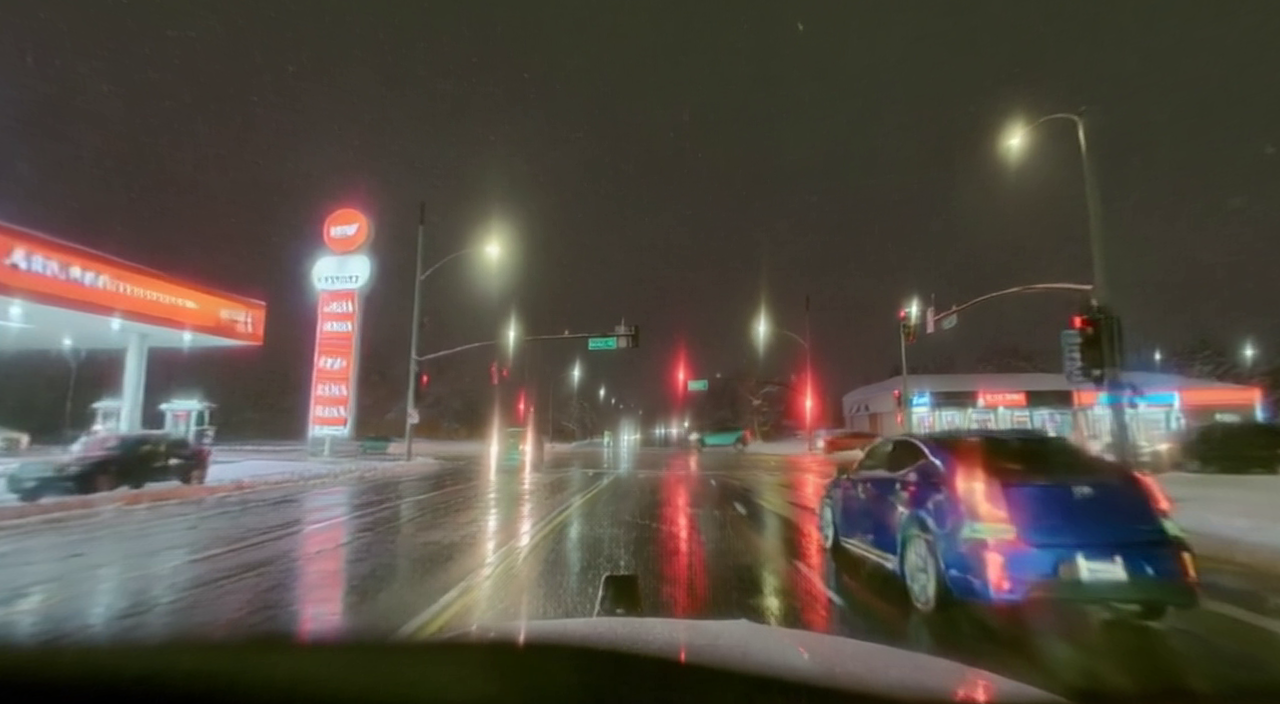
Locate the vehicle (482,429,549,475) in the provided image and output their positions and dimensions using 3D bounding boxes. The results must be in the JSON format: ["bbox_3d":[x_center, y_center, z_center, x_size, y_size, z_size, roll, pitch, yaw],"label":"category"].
[{"bbox_3d":[-5.216,4.085,26.000,2.196,1.696,4.484,2,-9,-17],"label":"vehicle"}]

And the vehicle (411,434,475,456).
[{"bbox_3d":[-14.226,6.732,45.507,4.806,1.482,1.862,-6,-10,35],"label":"vehicle"}]

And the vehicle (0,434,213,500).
[{"bbox_3d":[-14.207,2.936,16.541,1.854,1.501,4.561,-7,-11,37],"label":"vehicle"}]

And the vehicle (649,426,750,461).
[{"bbox_3d":[3.184,4.994,34.296,5.107,1.775,1.992,-5,-10,31],"label":"vehicle"}]

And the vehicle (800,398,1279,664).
[{"bbox_3d":[3.031,1.366,5.933,1.995,1.525,4.392,-1,-8,2],"label":"vehicle"}]
